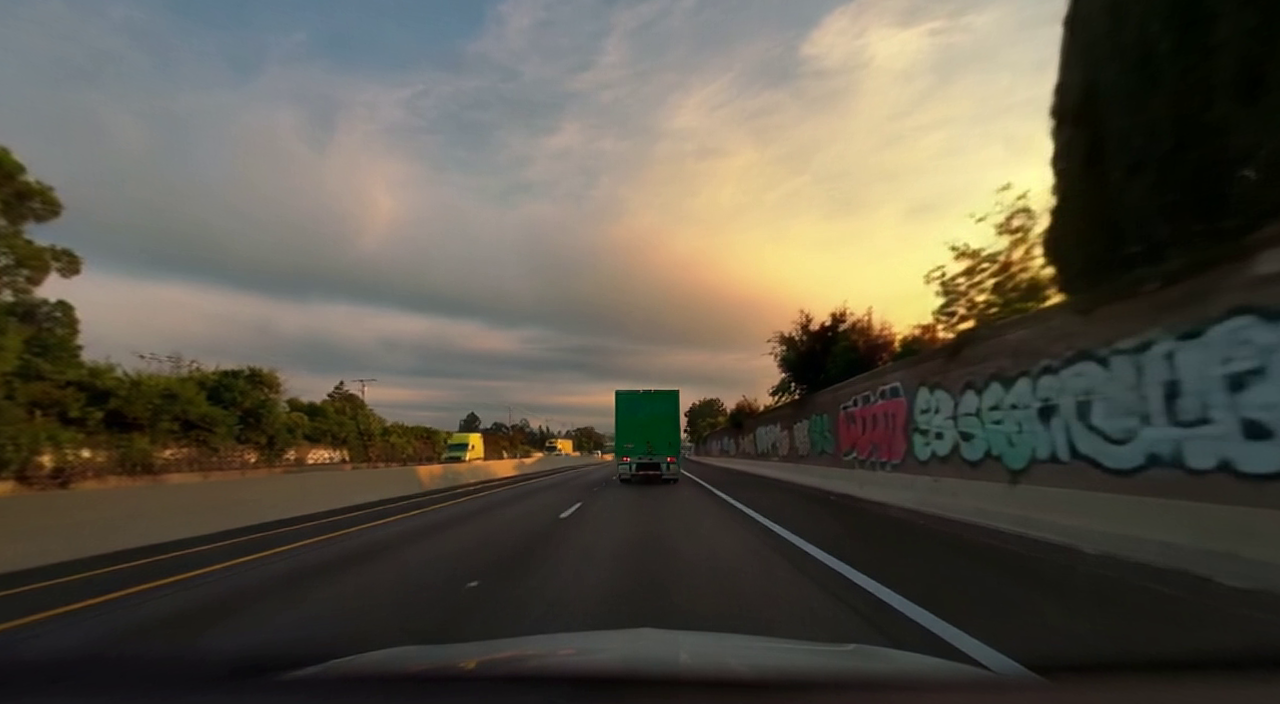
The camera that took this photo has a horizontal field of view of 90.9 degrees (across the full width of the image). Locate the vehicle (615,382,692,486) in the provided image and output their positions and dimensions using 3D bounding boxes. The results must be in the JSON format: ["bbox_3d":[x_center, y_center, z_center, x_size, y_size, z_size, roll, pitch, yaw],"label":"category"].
[{"bbox_3d":[0.414,3.897,29.033,2.900,3.955,10.151,0,-9,-1],"label":"vehicle"}]
